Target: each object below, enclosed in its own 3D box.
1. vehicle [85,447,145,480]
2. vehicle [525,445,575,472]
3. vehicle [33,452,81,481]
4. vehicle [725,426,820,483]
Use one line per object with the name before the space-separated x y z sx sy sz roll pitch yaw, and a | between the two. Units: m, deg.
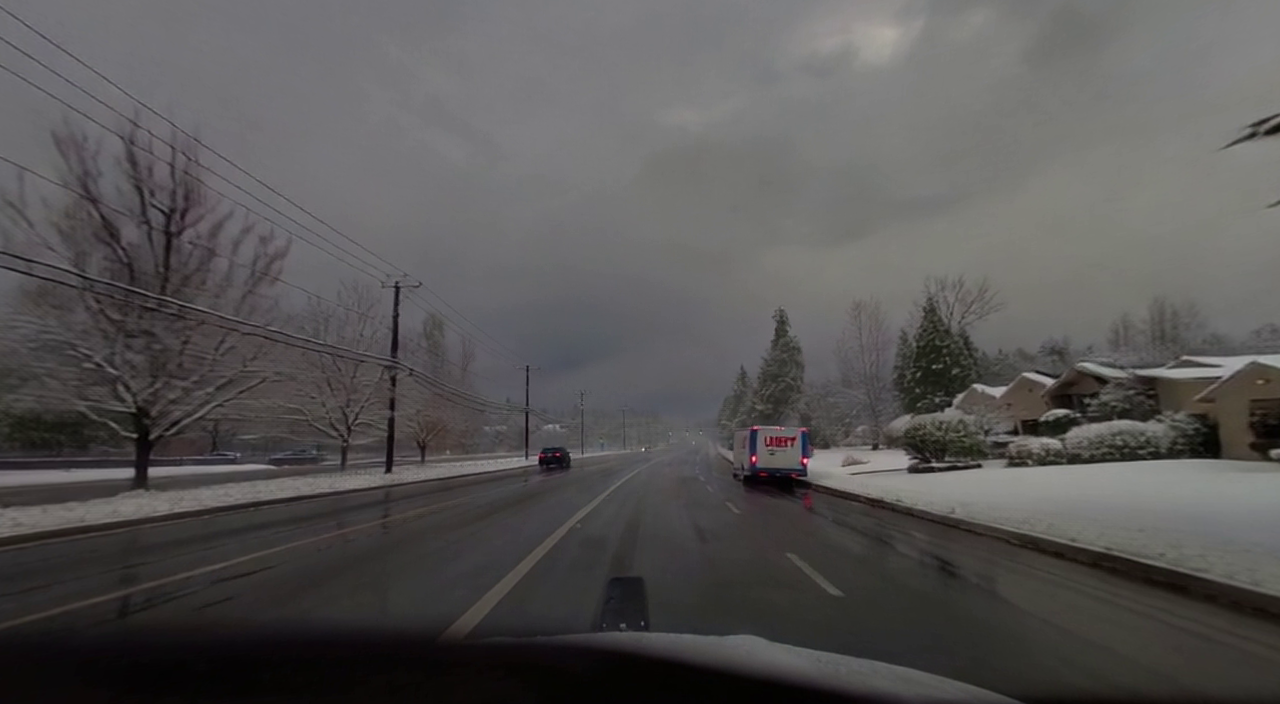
vehicle | -28.985 6.080 34.734 2.118 1.670 4.487 8 -12 -42
vehicle | -5.175 6.189 36.909 2.060 1.473 4.645 0 -8 2
vehicle | -37.065 7.210 40.025 1.989 1.587 4.182 9 -11 -43
vehicle | 5.208 4.181 25.977 2.695 2.013 6.661 0 -8 2
